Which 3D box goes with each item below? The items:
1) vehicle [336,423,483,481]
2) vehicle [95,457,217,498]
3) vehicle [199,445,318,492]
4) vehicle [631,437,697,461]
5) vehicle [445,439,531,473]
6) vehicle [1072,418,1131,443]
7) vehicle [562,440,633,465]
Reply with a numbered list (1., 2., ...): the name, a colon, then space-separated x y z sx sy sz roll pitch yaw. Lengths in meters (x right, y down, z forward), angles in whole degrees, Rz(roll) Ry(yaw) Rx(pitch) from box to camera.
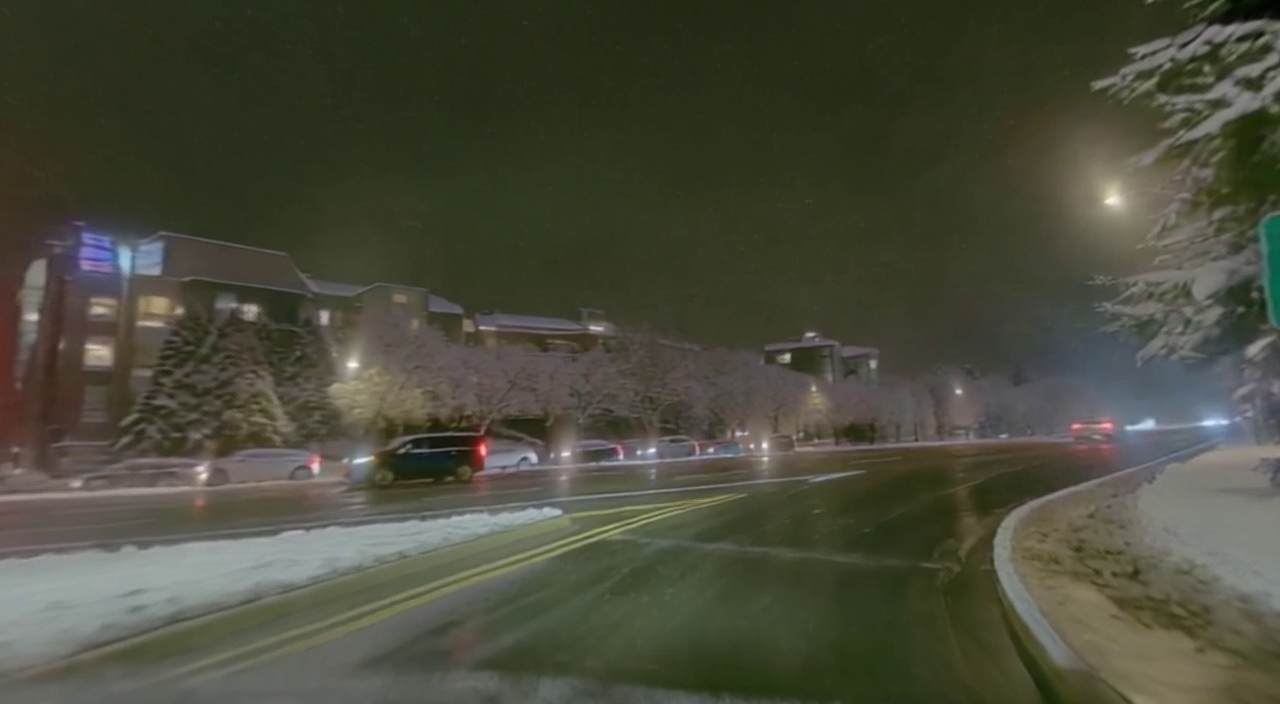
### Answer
1. vehicle: -10.173 4.595 28.283 5.636 2.053 2.225 11 -20 -37
2. vehicle: -23.100 5.939 30.227 4.493 1.455 1.946 3 -7 -40
3. vehicle: -17.968 5.421 29.880 4.510 1.764 1.947 3 -7 -40
4. vehicle: 1.812 7.148 46.653 4.727 1.681 1.926 7 -11 -39
5. vehicle: -8.984 6.241 37.553 4.467 1.625 2.033 10 -19 -38
6. vehicle: 34.477 5.907 47.133 4.496 1.765 2.059 6 -11 -35
7. vehicle: -2.837 6.801 42.616 4.513 1.582 1.842 7 -11 -39
